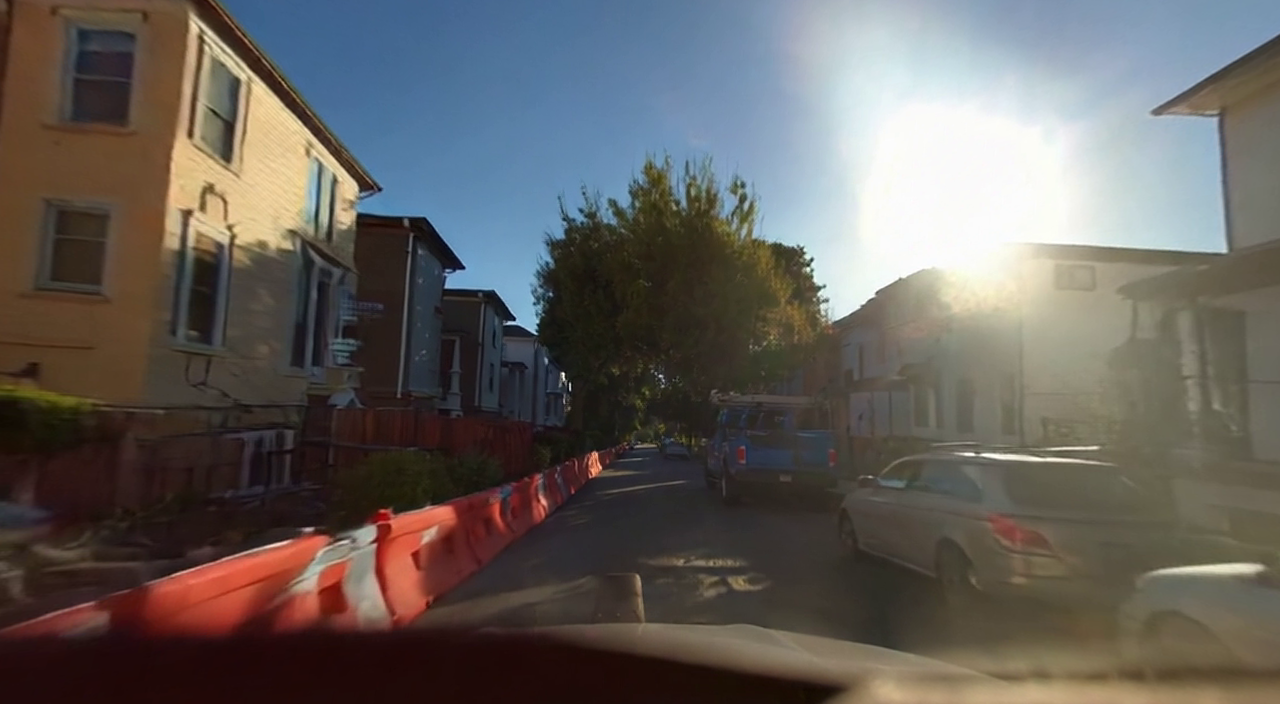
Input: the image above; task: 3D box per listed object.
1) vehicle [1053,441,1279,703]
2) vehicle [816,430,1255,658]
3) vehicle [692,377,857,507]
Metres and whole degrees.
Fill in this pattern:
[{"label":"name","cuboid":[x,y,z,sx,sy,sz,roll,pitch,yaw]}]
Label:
[{"label":"vehicle","cuboid":[3.414,0.967,1.630,1.805,1.436,4.201,0,-8,0]},{"label":"vehicle","cuboid":[3.252,1.577,6.284,1.821,1.530,3.846,0,-8,-1]},{"label":"vehicle","cuboid":[3.164,2.355,16.784,2.879,2.801,6.142,0,-8,-1]}]
